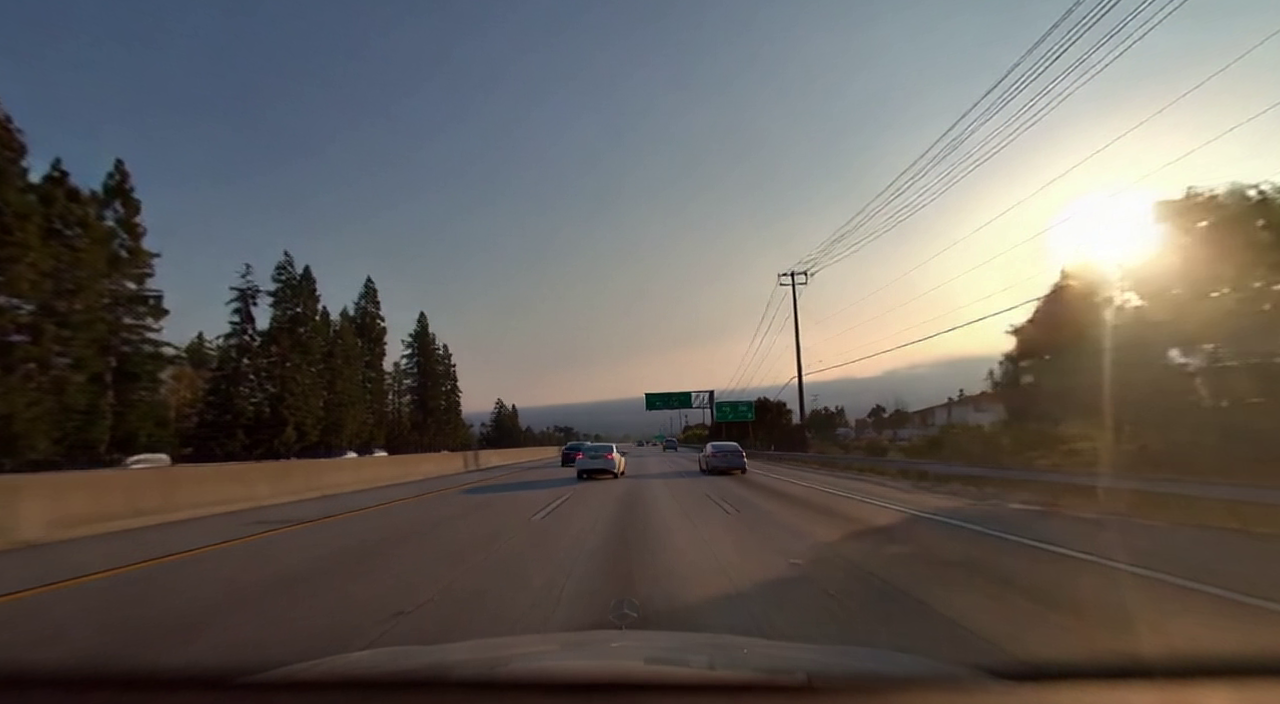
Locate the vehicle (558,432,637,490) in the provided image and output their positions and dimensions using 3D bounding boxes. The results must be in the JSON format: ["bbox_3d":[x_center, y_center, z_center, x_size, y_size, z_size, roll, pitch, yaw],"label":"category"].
[{"bbox_3d":[-1.212,3.354,19.764,2.049,1.620,4.153,0,-8,2],"label":"vehicle"}]

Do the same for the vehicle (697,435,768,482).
[{"bbox_3d":[3.347,3.930,23.572,1.996,1.579,3.841,0,-8,-1],"label":"vehicle"}]
